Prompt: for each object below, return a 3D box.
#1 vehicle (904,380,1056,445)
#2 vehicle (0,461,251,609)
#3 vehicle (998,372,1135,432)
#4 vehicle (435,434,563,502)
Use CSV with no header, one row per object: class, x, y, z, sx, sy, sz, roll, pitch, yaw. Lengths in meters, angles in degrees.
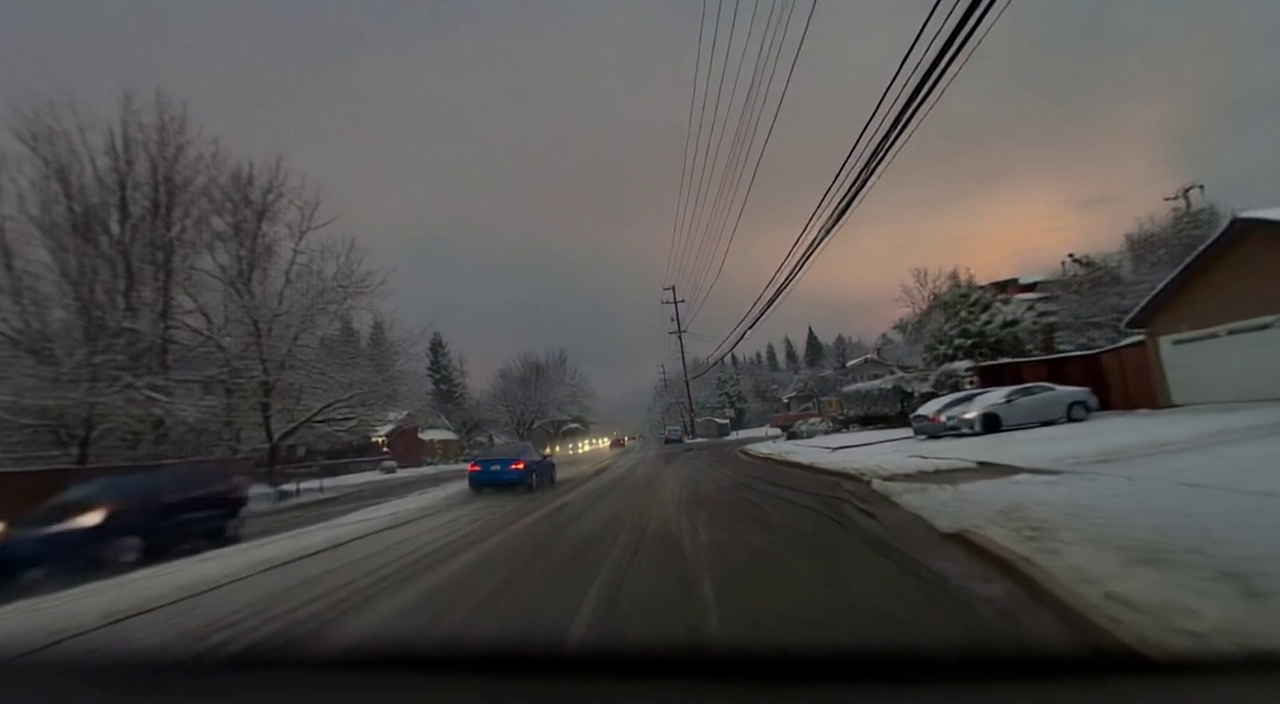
vehicle,10.539,2.050,20.171,2.121,1.799,5.124,0,-8,2
vehicle,-8.175,2.438,9.342,1.960,1.506,4.714,0,-8,-2
vehicle,13.497,1.702,20.335,1.894,1.664,4.159,0,-8,7
vehicle,-3.354,2.860,16.139,2.041,1.471,4.602,0,-8,2
